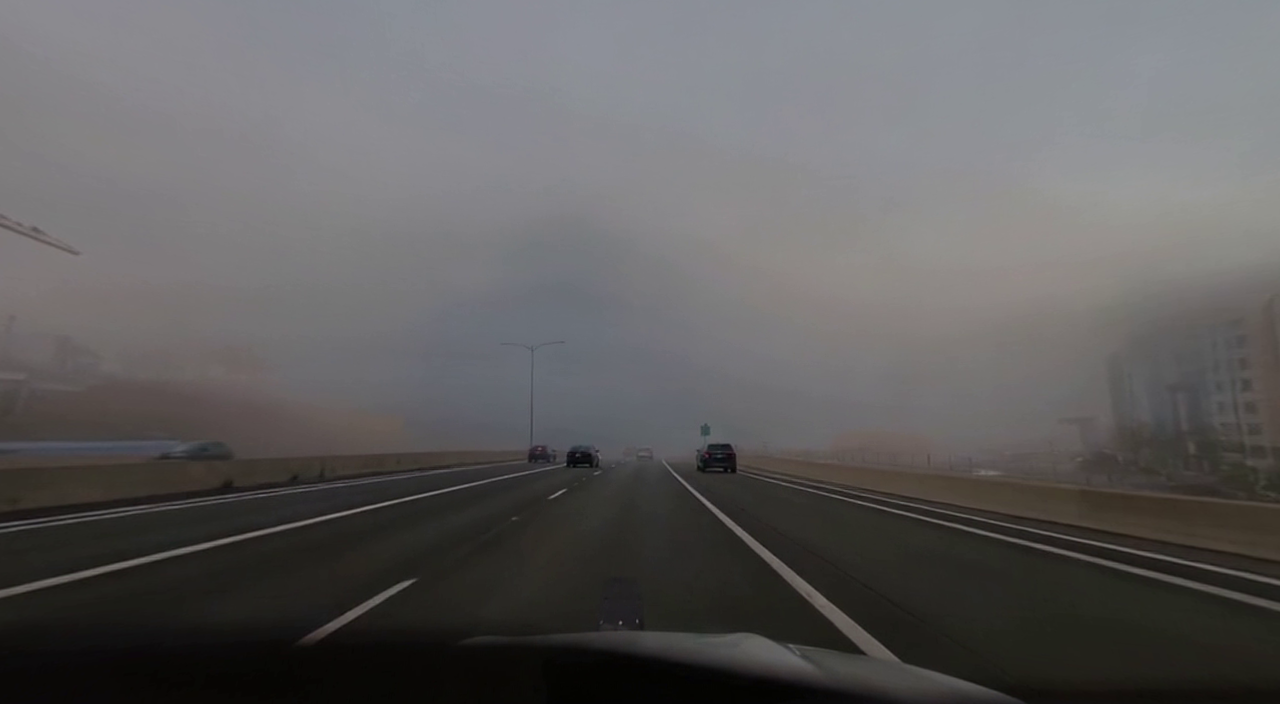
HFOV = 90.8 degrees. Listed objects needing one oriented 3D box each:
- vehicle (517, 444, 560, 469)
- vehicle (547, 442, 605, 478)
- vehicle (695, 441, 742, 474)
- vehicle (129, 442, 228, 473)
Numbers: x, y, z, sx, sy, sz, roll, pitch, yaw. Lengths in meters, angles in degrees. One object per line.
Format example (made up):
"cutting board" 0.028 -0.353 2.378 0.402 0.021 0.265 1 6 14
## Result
"vehicle" -6.569 6.829 41.329 1.951 1.528 4.209 -1 -8 3
"vehicle" -2.860 4.961 29.213 2.136 1.512 4.488 -1 -8 1
"vehicle" 3.985 5.413 32.671 1.978 1.602 4.092 0 -8 1
"vehicle" -26.863 6.124 37.021 1.961 1.662 4.896 -1 -9 3
